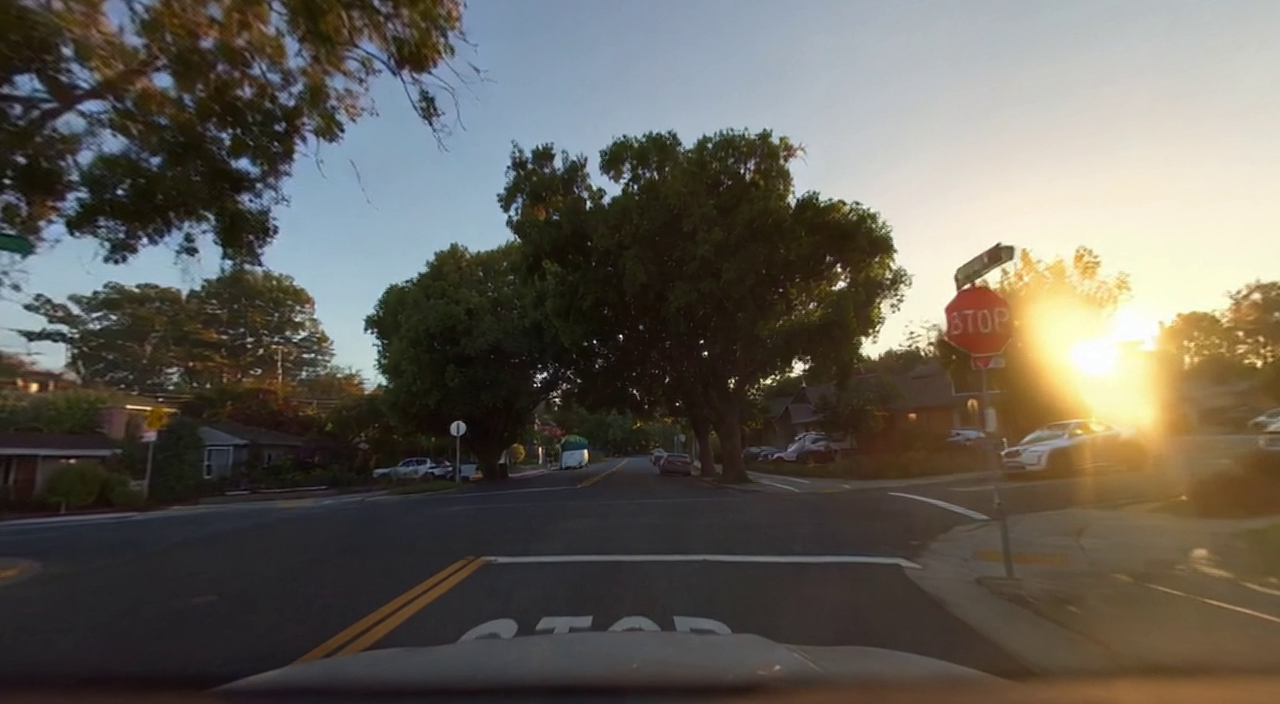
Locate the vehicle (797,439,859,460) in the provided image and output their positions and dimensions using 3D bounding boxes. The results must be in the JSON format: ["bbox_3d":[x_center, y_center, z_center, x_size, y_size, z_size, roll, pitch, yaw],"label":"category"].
[{"bbox_3d":[13.619,7.020,45.659,4.032,1.444,1.747,3,-9,-23],"label":"vehicle"}]

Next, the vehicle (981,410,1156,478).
[{"bbox_3d":[14.924,3.237,22.107,4.788,1.875,2.148,1,-20,-16],"label":"vehicle"}]

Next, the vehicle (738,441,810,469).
[{"bbox_3d":[9.216,7.137,43.557,4.399,1.537,1.859,4,-20,-21],"label":"vehicle"}]

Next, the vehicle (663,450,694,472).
[{"bbox_3d":[2.934,8.483,49.248,2.000,1.560,4.487,0,-8,-2],"label":"vehicle"}]

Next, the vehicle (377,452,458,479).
[{"bbox_3d":[-12.537,6.405,35.739,3.937,1.390,1.644,0,-7,-1],"label":"vehicle"}]

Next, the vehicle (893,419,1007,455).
[{"bbox_3d":[14.791,4.140,30.428,1.960,1.584,4.669,3,-9,-23],"label":"vehicle"}]
